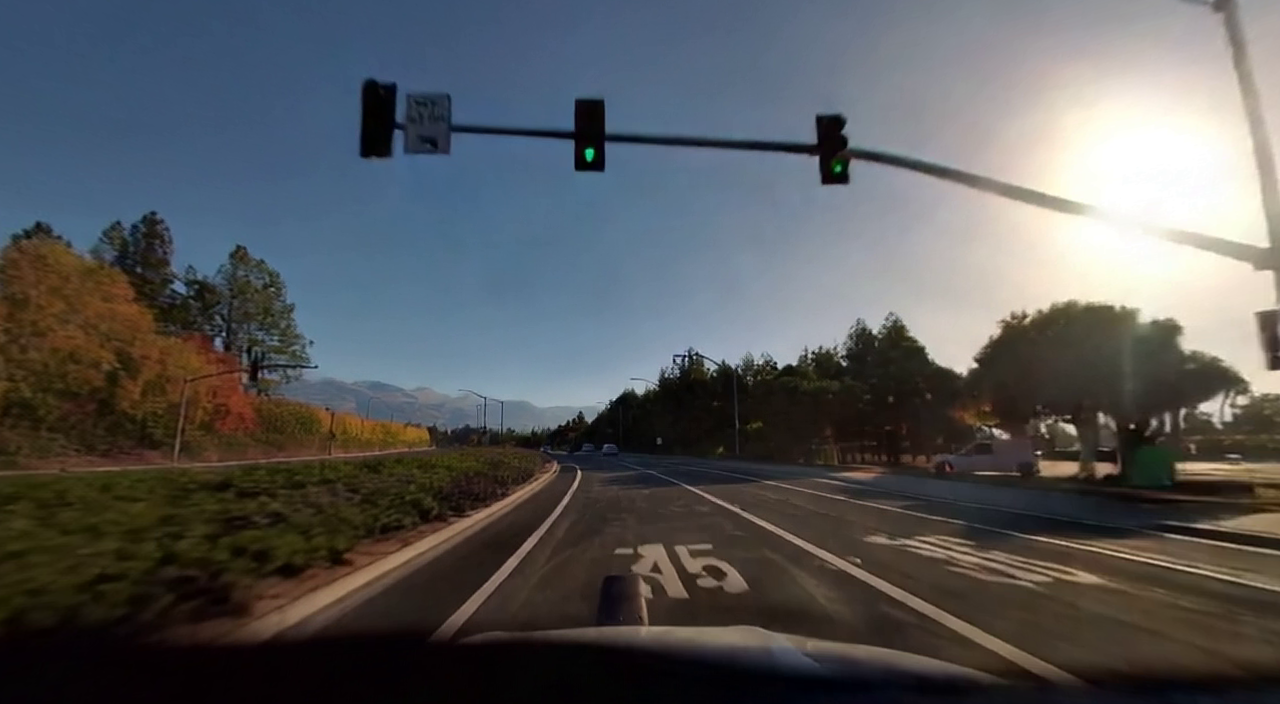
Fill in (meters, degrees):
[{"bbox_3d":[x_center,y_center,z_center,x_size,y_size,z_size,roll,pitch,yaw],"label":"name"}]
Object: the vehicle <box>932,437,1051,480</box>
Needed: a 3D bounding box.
[{"bbox_3d":[16.260,4.918,29.366,4.457,1.724,1.871,3,-8,-1],"label":"vehicle"}]
